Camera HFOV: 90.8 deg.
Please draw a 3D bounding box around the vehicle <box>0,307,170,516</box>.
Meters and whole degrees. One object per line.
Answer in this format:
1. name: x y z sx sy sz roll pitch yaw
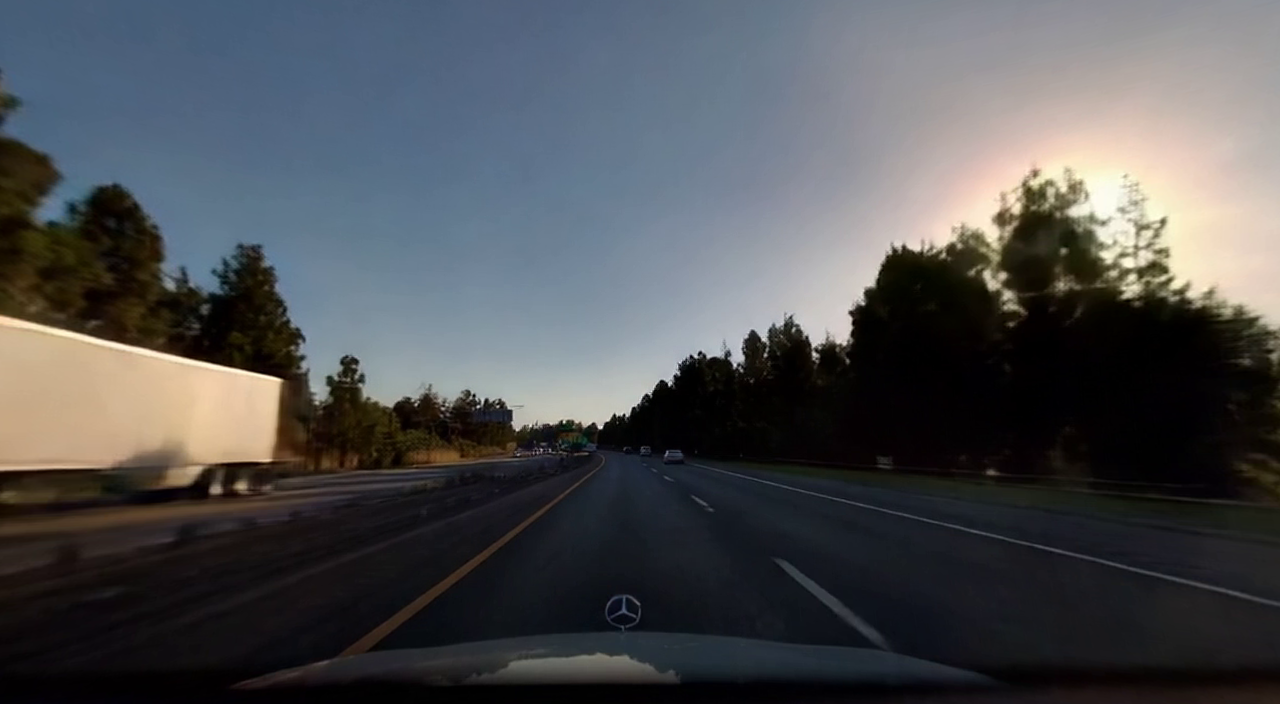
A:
1. vehicle: -13.300 1.073 11.487 2.763 3.848 8.560 0 -9 0
